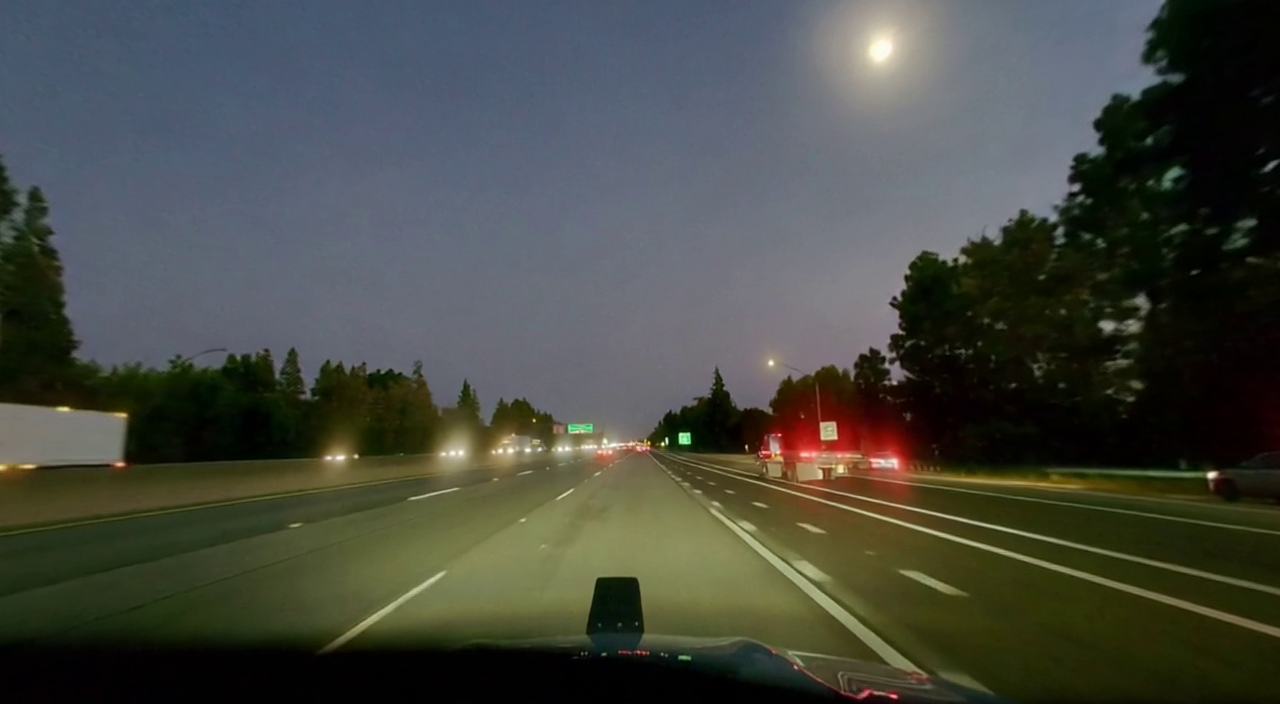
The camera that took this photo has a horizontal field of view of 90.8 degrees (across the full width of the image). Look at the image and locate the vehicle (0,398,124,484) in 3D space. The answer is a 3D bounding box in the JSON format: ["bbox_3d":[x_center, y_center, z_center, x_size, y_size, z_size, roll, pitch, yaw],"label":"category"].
[{"bbox_3d":[-29.744,4.300,30.277,2.850,3.745,8.468,0,-9,-2],"label":"vehicle"}]
